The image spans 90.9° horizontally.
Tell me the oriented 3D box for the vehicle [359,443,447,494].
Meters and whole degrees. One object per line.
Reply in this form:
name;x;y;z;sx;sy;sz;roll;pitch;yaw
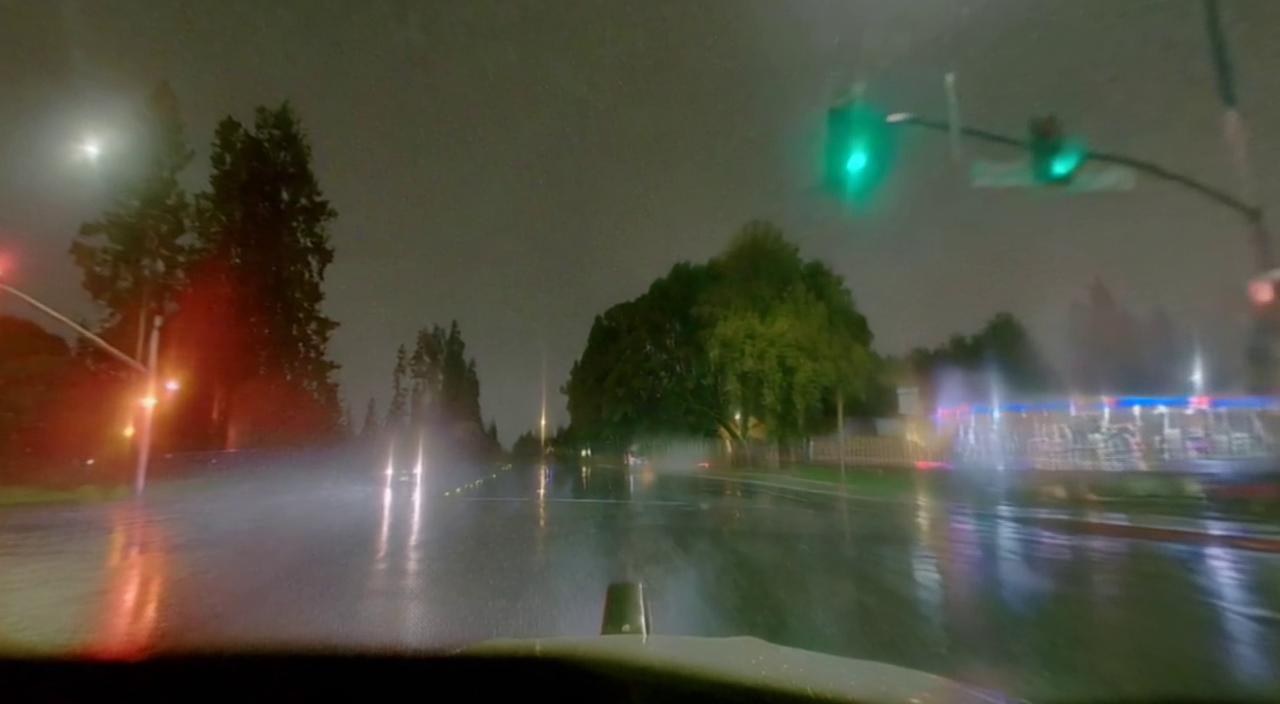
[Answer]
vehicle;-8.625;4.241;23.389;2.048;1.670;4.450;0;-9;-7
